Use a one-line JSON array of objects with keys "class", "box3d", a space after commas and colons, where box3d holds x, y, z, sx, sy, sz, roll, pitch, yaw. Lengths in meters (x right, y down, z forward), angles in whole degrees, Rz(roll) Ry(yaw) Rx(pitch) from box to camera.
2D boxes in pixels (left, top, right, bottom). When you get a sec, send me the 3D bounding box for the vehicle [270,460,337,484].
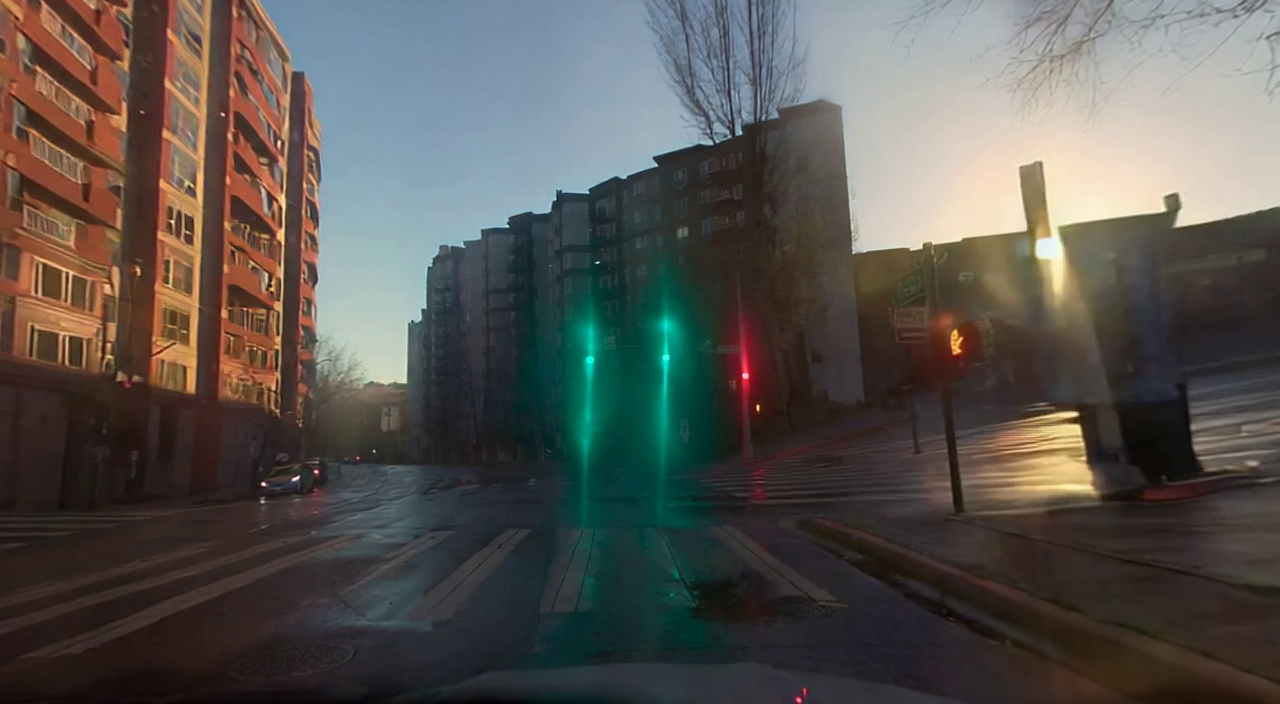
[{"class": "vehicle", "box3d": [-24.668, 8.806, 46.275, 3.882, 1.600, 1.768, 0, -9, 2]}]
